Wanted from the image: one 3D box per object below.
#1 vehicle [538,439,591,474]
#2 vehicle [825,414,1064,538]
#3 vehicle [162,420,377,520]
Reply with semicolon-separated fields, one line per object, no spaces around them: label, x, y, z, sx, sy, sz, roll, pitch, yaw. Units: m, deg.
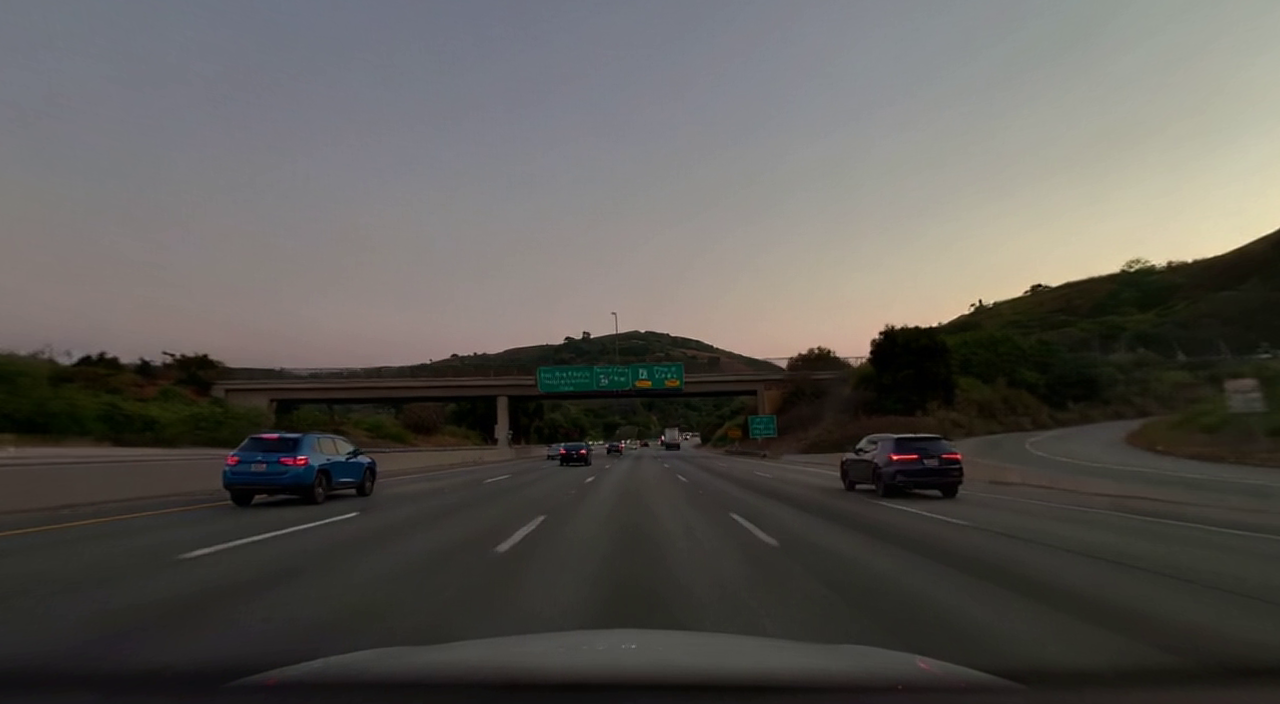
vehicle;-3.465;4.933;29.924;1.925;1.509;4.363;0;-9;1
vehicle;4.956;2.083;11.193;1.950;1.719;4.545;0;-9;0
vehicle;-7.214;2.337;12.939;1.860;1.694;4.173;0;-9;0
